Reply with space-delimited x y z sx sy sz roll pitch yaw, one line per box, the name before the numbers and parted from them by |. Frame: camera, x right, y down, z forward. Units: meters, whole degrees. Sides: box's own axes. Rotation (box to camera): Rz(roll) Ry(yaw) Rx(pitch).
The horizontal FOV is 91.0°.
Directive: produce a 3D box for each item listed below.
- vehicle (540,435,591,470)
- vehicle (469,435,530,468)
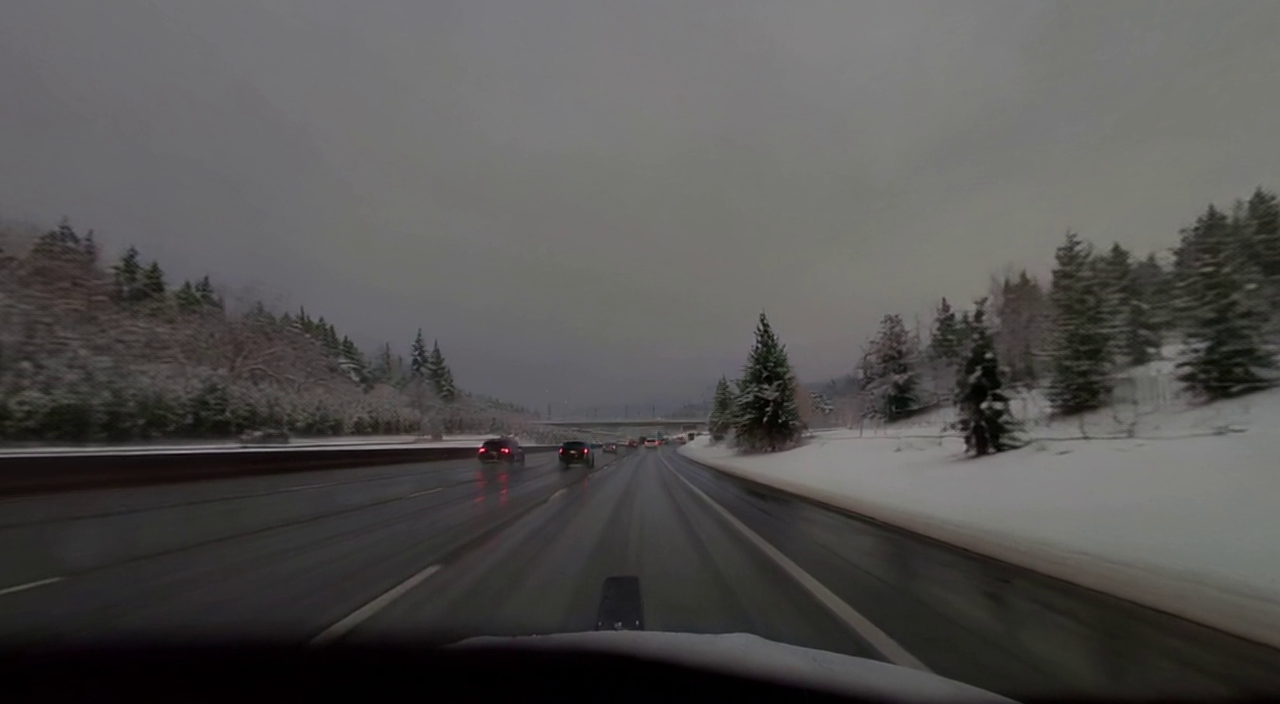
vehicle | -3.840 5.317 33.330 2.035 1.673 4.469 0 -9 2
vehicle | -7.544 5.405 34.313 2.108 1.686 4.556 0 -9 2
